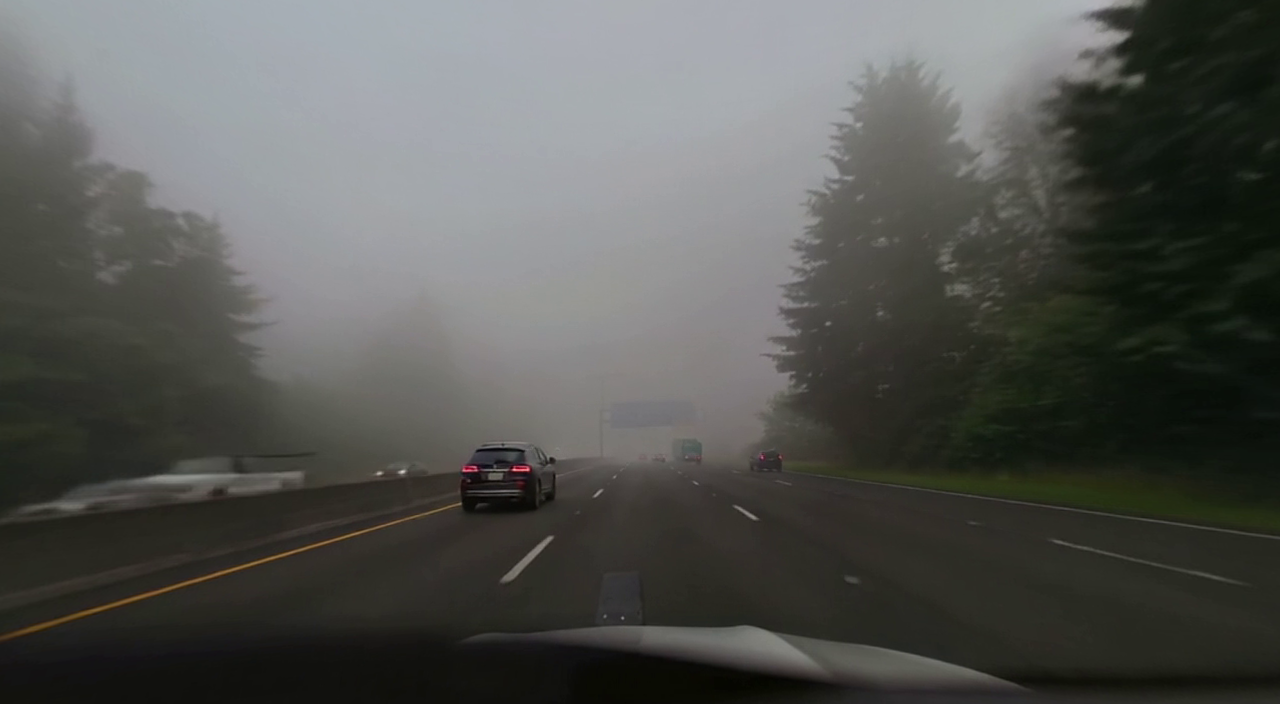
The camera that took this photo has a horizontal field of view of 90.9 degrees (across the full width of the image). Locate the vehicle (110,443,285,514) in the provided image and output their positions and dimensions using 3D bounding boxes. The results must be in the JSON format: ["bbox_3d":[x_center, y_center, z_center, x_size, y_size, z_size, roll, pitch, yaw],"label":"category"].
[{"bbox_3d":[-15.038,4.272,21.926,2.276,2.132,5.070,0,-9,1],"label":"vehicle"}]

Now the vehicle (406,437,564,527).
[{"bbox_3d":[-3.004,2.642,13.352,2.191,1.563,4.318,0,-9,1],"label":"vehicle"}]

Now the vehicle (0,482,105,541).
[{"bbox_3d":[-19.543,4.973,19.947,1.982,1.508,3.669,0,-9,-1],"label":"vehicle"}]

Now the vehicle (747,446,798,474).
[{"bbox_3d":[7.647,6.280,36.866,1.943,1.493,4.507,0,-9,-1],"label":"vehicle"}]
